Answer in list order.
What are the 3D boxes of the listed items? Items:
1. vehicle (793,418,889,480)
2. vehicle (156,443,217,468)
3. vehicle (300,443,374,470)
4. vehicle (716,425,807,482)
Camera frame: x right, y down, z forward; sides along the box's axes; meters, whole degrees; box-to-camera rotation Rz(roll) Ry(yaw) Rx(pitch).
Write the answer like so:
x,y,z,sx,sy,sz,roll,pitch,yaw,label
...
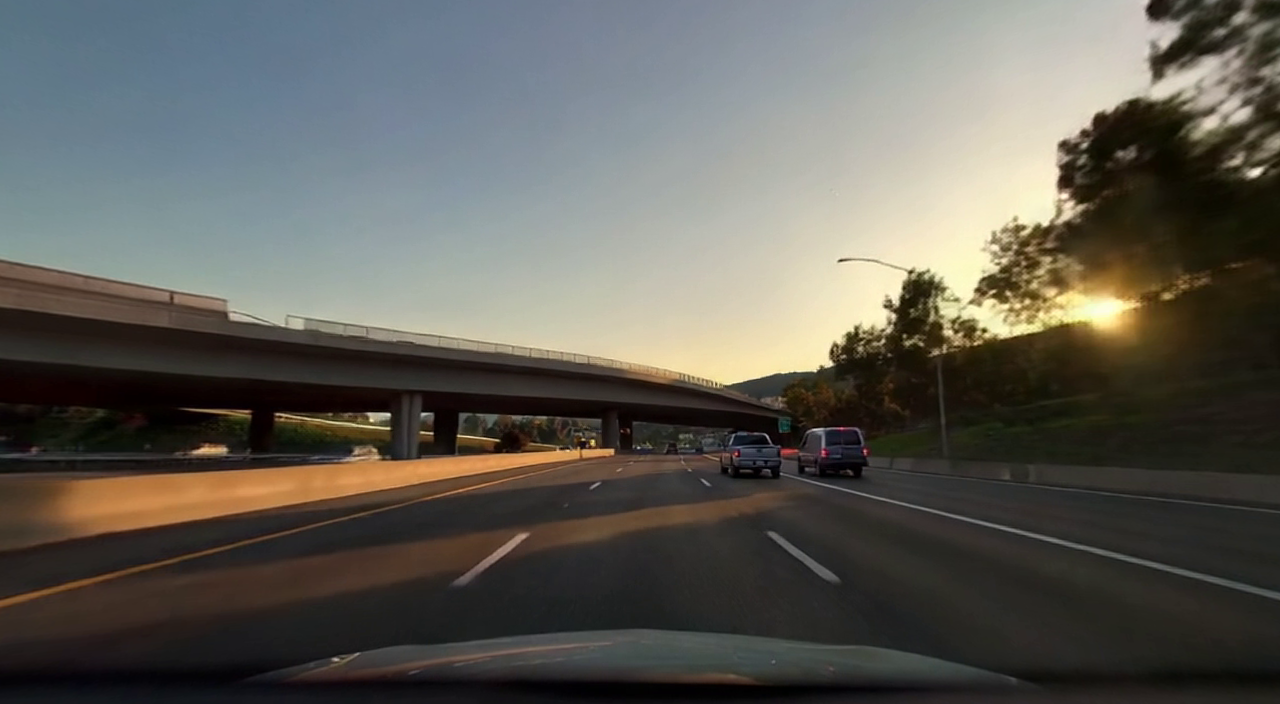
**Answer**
x,y,z,sx,sy,sz,roll,pitch,yaw,label
8.228,4.085,26.542,2.229,2.317,5.399,0,-9,0,vehicle
-32.731,7.440,45.718,2.095,1.686,4.669,2,-9,-17,vehicle
-17.811,6.146,37.333,1.868,1.445,4.740,0,-9,2,vehicle
4.648,4.005,25.137,2.505,2.020,5.532,0,-9,0,vehicle
